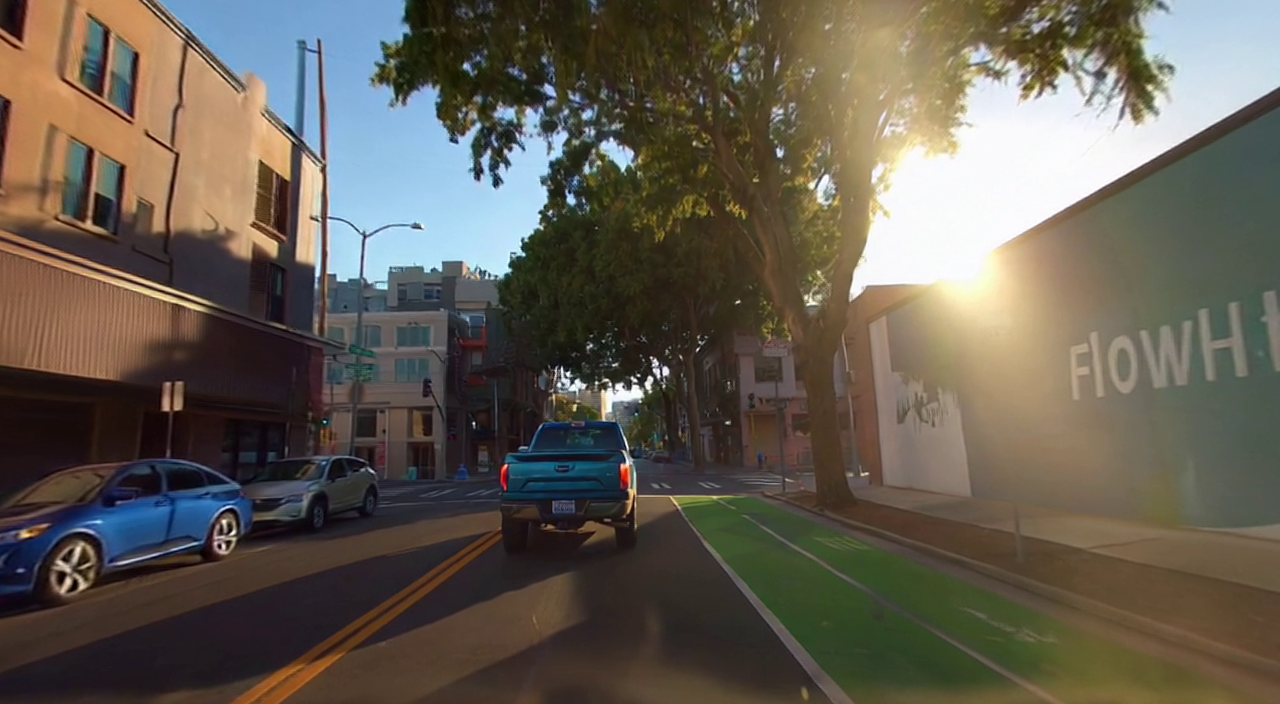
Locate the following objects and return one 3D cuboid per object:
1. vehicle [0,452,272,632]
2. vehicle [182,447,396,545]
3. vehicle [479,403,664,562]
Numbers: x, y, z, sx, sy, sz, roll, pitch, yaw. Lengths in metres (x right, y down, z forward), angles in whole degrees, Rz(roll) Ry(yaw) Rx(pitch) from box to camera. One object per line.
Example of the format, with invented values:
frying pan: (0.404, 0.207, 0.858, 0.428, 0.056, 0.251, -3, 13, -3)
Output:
vehicle: (-7.170, 2.228, 8.480, 1.882, 1.686, 4.489, 0, -8, -2)
vehicle: (-7.422, 3.021, 14.147, 1.884, 1.730, 5.076, 0, -8, 0)
vehicle: (-0.802, 1.902, 9.957, 2.215, 1.882, 4.611, 0, -8, 0)
